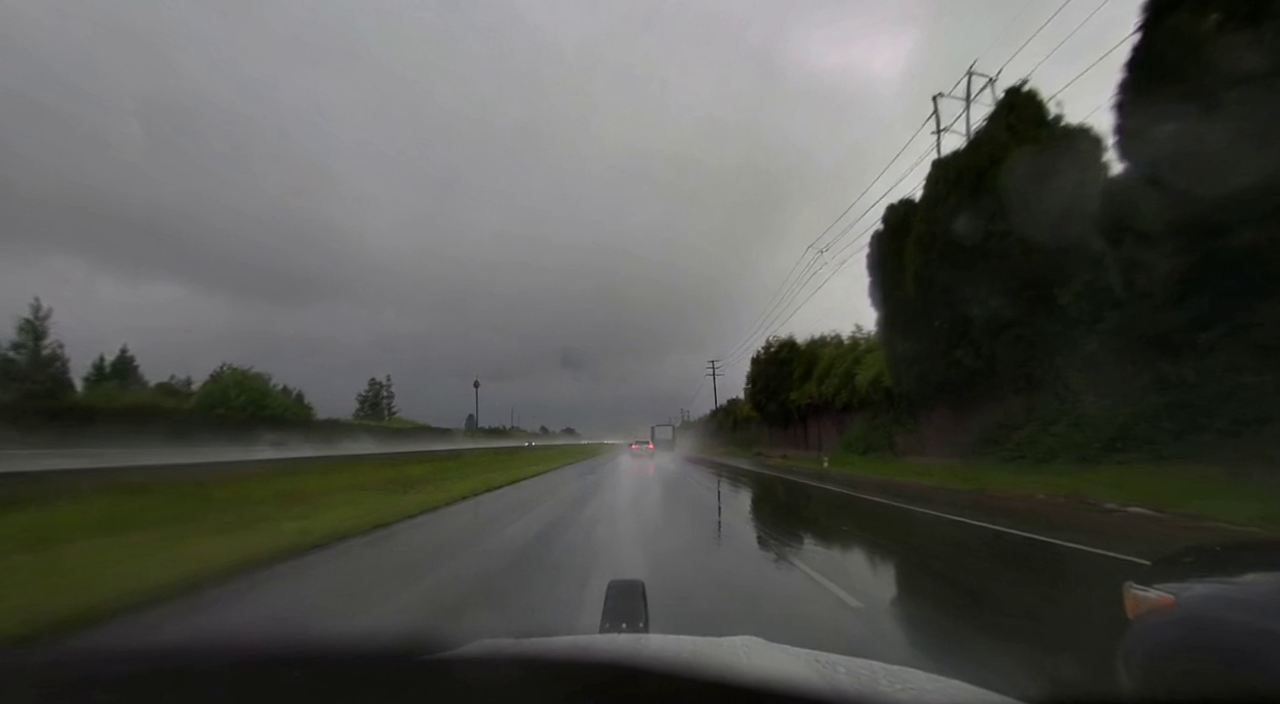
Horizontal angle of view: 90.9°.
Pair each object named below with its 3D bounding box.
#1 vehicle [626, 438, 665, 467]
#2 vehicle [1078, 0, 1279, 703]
[{"bbox_3d":[0.290,5.937,37.453,2.192,1.556,4.132,0,-8,0],"label":"vehicle"},{"bbox_3d":[4.335,-0.583,0.526,3.182,4.424,6.324,-1,-8,1],"label":"vehicle"}]
